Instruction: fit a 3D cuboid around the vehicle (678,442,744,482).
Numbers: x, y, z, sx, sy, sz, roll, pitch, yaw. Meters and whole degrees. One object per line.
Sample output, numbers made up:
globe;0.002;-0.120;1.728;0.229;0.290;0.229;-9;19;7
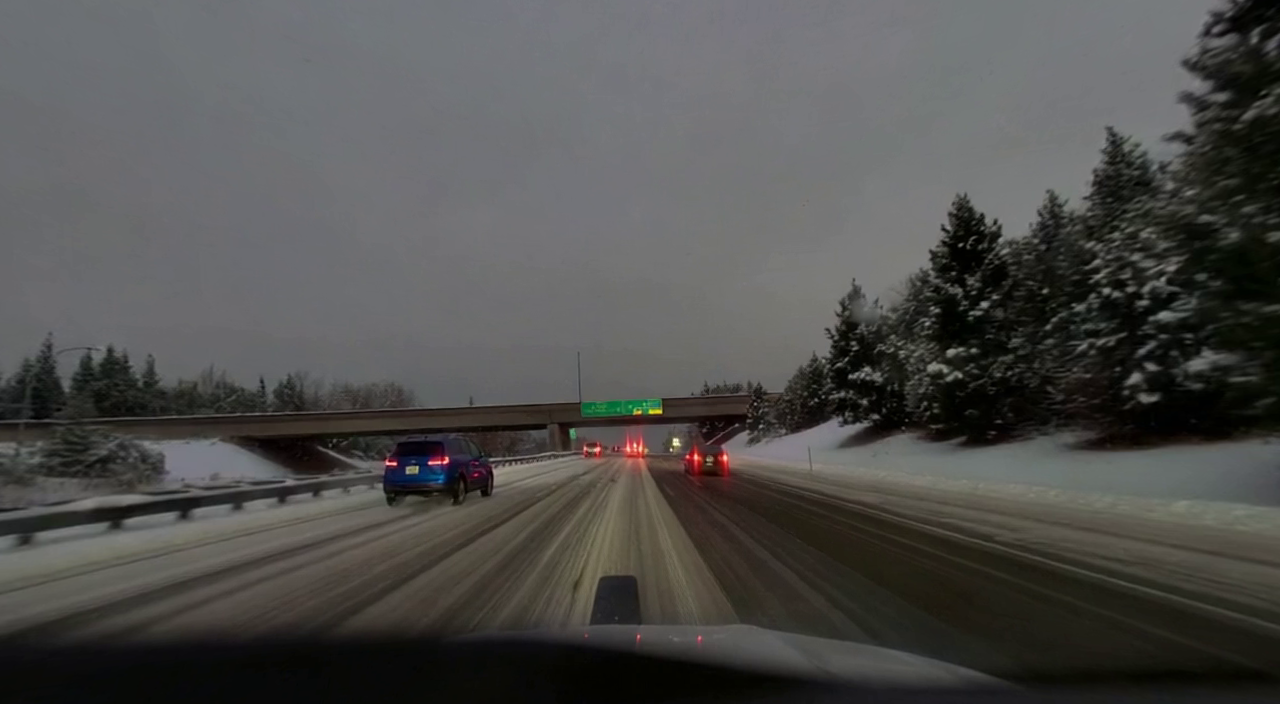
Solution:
vehicle;2.793;4.428;25.803;2.083;1.453;4.307;0;-8;-1

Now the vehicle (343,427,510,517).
vehicle;-4.377;2.515;13.761;2.193;1.641;4.077;0;-8;0
